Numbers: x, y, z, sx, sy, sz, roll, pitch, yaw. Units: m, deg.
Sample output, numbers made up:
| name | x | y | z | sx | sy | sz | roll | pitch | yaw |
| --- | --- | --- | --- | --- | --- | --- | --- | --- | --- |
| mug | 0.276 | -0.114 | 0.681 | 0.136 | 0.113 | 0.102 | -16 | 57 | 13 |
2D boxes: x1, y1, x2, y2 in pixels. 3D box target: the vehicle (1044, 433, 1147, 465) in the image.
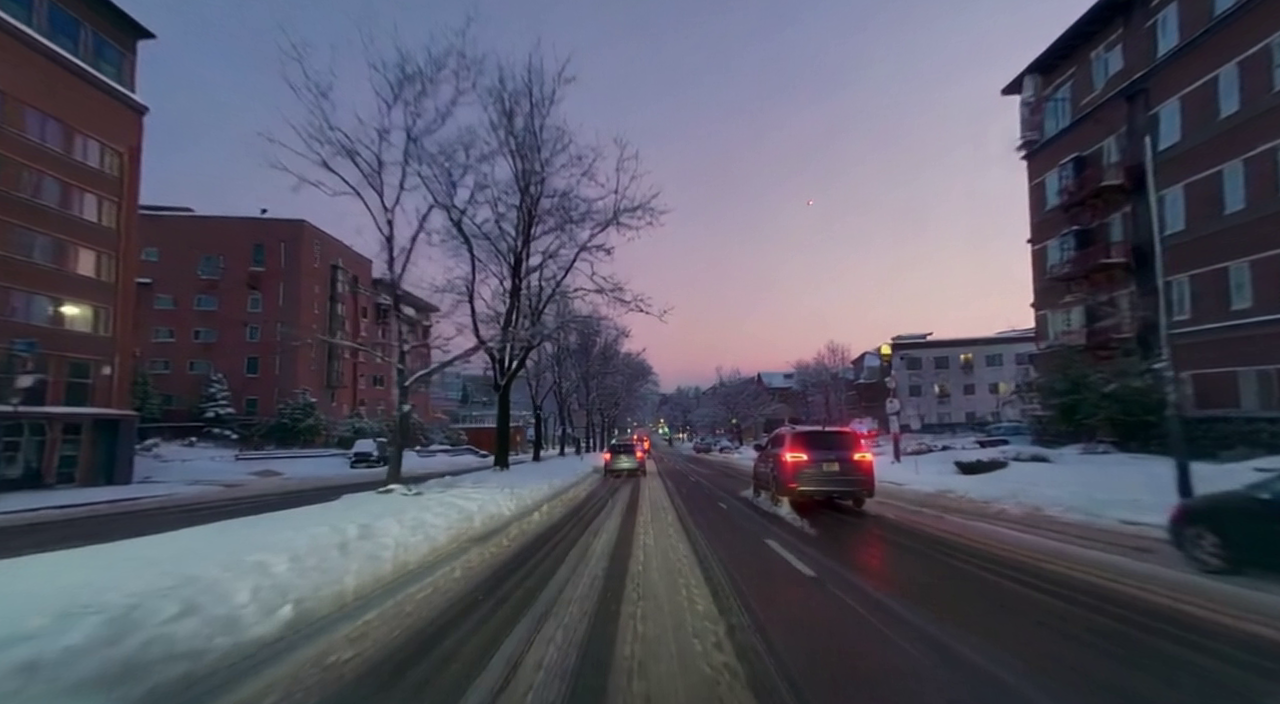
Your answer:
| name | x | y | z | sx | sy | sz | roll | pitch | yaw |
| --- | --- | --- | --- | --- | --- | --- | --- | --- | --- |
| vehicle | 26.275 | 5.619 | 36.535 | 4.330 | 1.748 | 1.961 | 0 | -8 | 1 |

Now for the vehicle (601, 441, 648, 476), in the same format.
| name | x | y | z | sx | sy | sz | roll | pitch | yaw |
| --- | --- | --- | --- | --- | --- | --- | --- | --- | --- |
| vehicle | -0.630 | 4.839 | 28.931 | 2.006 | 1.487 | 3.535 | 0 | -8 | 1 |

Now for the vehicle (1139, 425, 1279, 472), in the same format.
| name | x | y | z | sx | sy | sz | roll | pitch | yaw |
| --- | --- | --- | --- | --- | --- | --- | --- | --- | --- |
| vehicle | 25.723 | 4.262 | 28.015 | 5.429 | 1.787 | 2.125 | -2 | -9 | -4 |

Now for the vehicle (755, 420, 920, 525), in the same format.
| name | x | y | z | sx | sy | sz | roll | pitch | yaw |
| --- | --- | --- | --- | --- | --- | --- | --- | --- | --- |
| vehicle | 3.635 | 2.298 | 12.507 | 1.949 | 1.723 | 4.020 | 0 | -8 | 0 |

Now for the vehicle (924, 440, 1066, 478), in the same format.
| name | x | y | z | sx | sy | sz | roll | pitch | yaw |
| --- | --- | --- | --- | --- | --- | --- | --- | --- | --- |
| vehicle | 14.566 | 4.402 | 26.101 | 4.607 | 1.466 | 2.053 | 0 | -9 | -3 |
